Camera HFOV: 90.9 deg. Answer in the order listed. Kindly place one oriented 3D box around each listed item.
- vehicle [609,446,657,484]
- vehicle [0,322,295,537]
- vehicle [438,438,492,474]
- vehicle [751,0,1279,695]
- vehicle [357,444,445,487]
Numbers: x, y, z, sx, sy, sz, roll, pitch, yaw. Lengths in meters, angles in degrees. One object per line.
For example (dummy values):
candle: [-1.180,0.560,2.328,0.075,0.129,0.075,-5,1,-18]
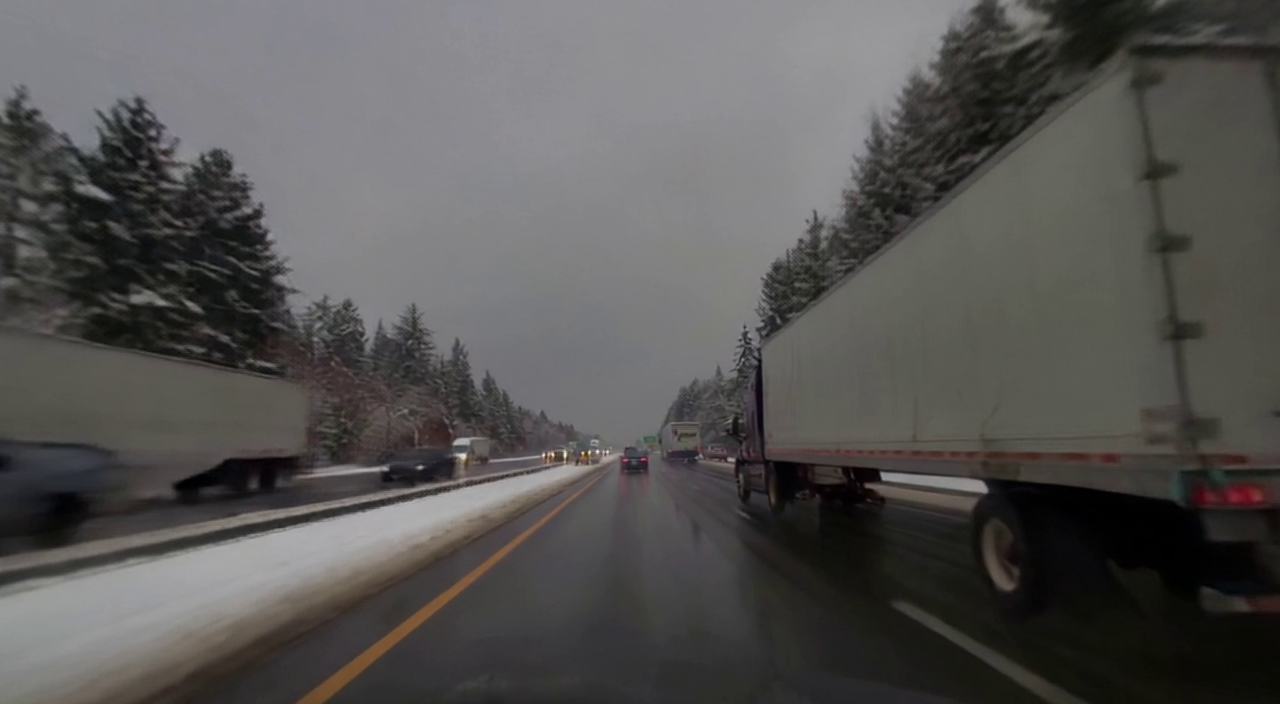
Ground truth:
vehicle: [-0.296,4.837,27.132,1.939,1.495,3.612,0,-9,0]
vehicle: [-13.162,2.082,15.710,2.788,3.916,10.940,0,-9,1]
vehicle: [-13.365,7.998,48.705,2.255,2.511,6.577,0,-9,0]
vehicle: [4.646,0.854,10.483,2.842,4.060,13.939,0,-9,-1]
vehicle: [-8.763,4.182,23.456,1.848,1.453,3.640,0,-9,0]
